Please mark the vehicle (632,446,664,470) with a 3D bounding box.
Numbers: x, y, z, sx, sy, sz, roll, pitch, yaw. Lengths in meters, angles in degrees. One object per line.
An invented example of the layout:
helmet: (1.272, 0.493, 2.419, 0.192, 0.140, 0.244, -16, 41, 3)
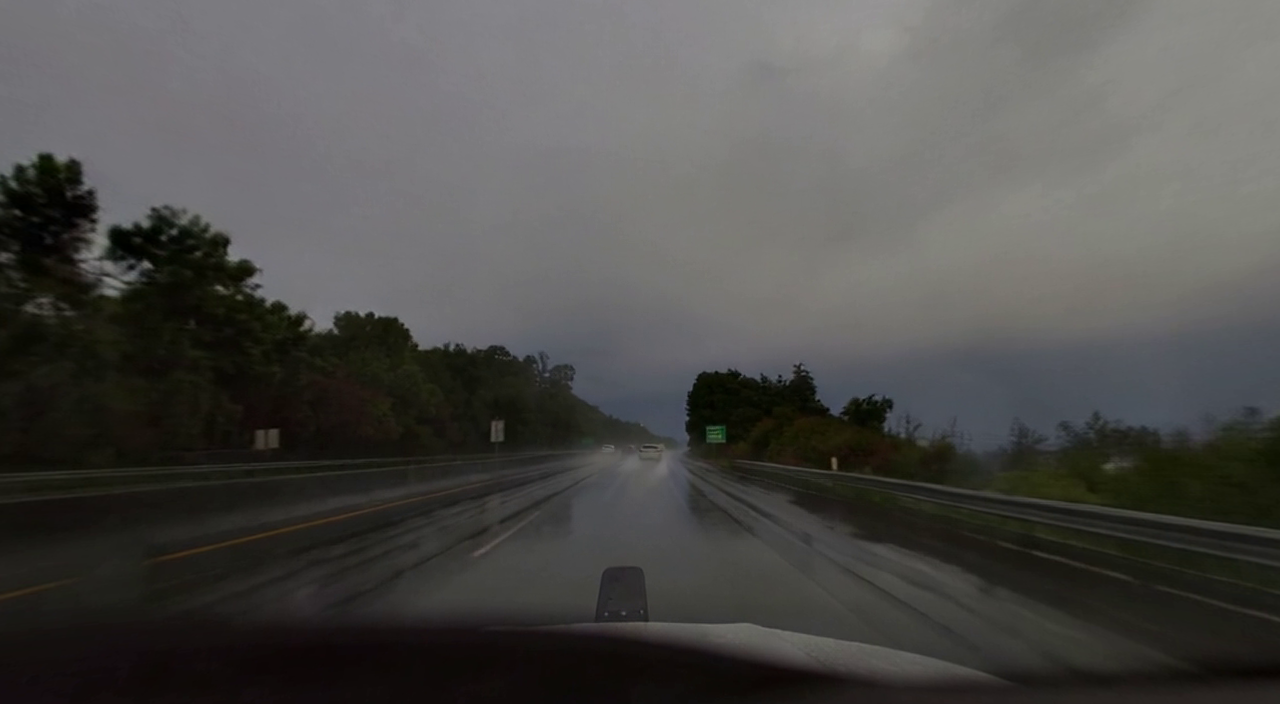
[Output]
vehicle: (0.507, 6.857, 40.844, 1.934, 1.488, 3.832, 0, -9, 1)
